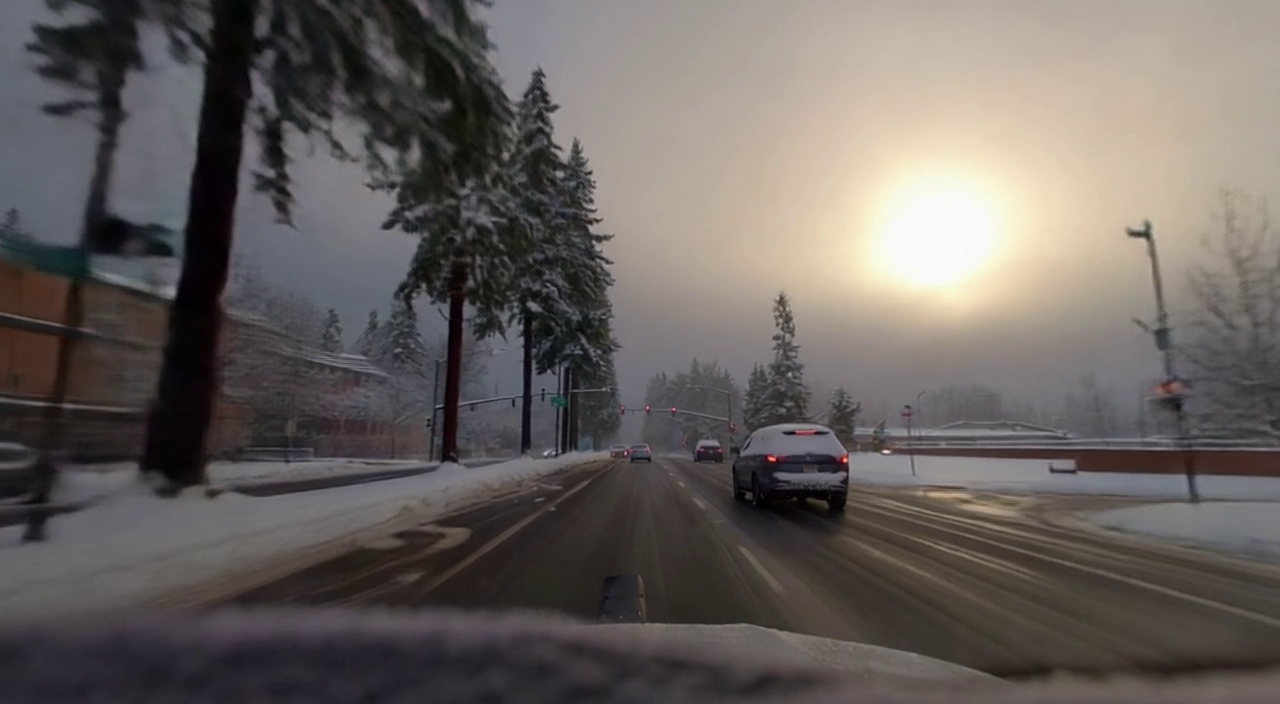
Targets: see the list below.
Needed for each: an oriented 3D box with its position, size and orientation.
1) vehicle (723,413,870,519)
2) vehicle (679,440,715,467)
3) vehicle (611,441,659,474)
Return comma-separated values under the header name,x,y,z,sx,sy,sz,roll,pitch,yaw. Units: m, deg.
name,x,y,z,sx,sy,sz,roll,pitch,yaw
vehicle,3.172,2.428,13.854,2.035,1.940,4.299,0,-8,-1
vehicle,3.708,6.708,41.947,1.922,1.708,4.126,0,-8,-1
vehicle,-0.220,5.046,30.312,2.119,1.460,3.847,0,-8,0
